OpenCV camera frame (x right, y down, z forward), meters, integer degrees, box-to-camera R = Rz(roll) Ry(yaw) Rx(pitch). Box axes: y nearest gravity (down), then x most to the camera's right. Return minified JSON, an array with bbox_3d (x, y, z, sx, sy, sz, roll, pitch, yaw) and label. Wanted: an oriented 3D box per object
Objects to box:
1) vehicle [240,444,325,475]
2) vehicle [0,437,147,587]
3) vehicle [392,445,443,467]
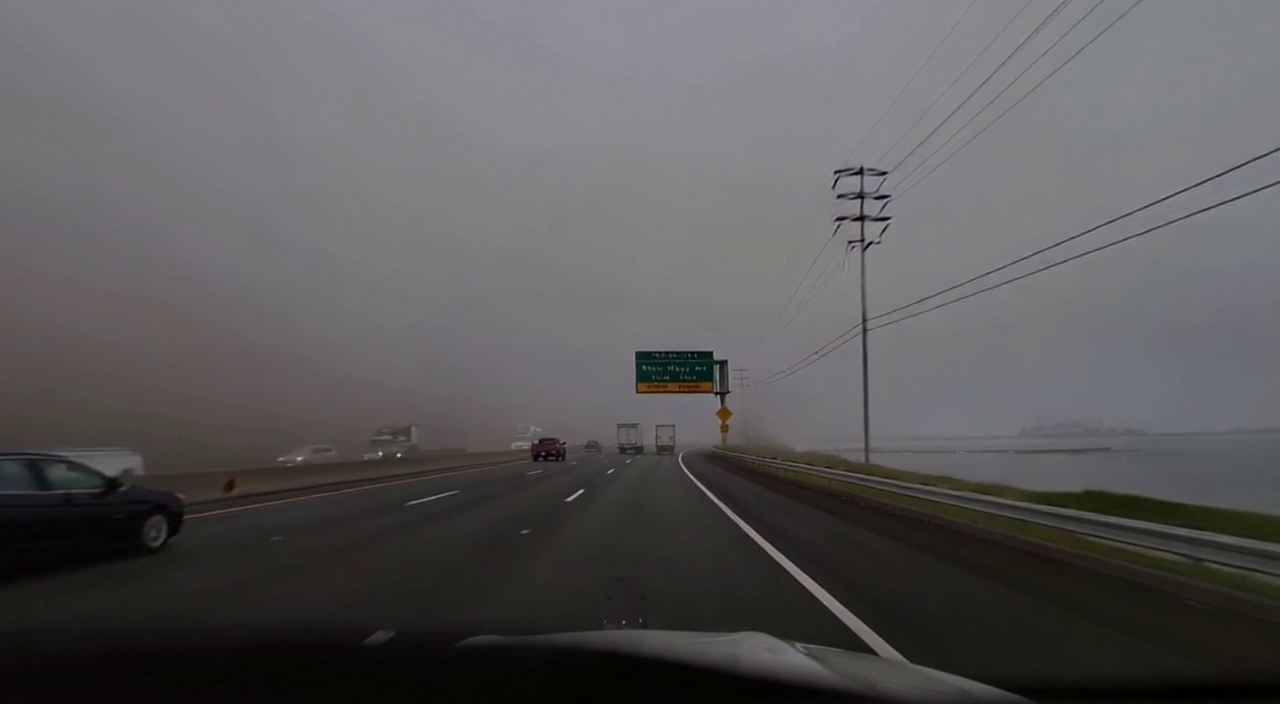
[{"bbox_3d":[-20.127,6.034,35.736,1.935,1.645,4.635,-1,-8,2],"label":"vehicle"},{"bbox_3d":[-7.537,1.601,6.188,1.944,1.517,4.121,-1,-8,2],"label":"vehicle"},{"bbox_3d":[-16.051,7.519,45.748,1.852,1.452,4.529,-1,-8,3],"label":"vehicle"}]
